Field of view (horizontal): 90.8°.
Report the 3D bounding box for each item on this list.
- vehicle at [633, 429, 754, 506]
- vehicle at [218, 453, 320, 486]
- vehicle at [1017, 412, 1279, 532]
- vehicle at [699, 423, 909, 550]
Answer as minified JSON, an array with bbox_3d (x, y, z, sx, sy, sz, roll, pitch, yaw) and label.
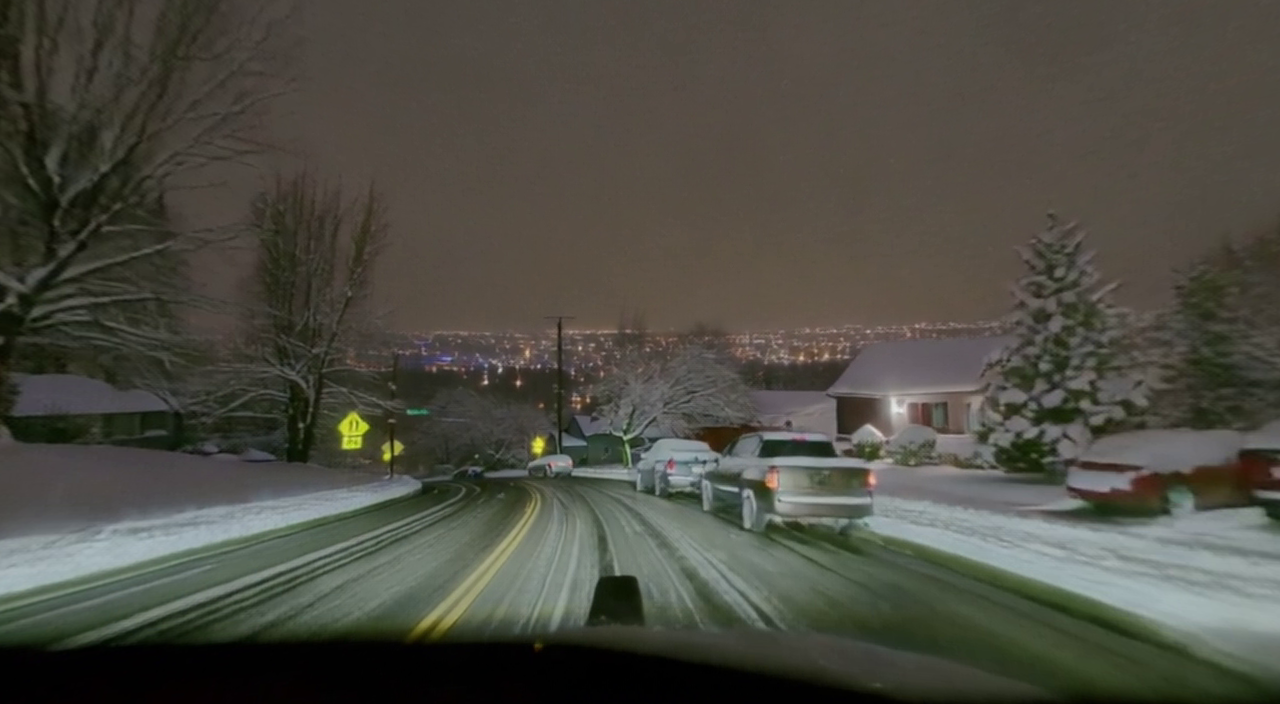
[{"bbox_3d":[1.298,3.281,18.298,2.180,1.849,5.423,2,-9,-10],"label":"vehicle"},{"bbox_3d":[-20.349,6.433,34.830,4.464,1.681,1.906,3,-10,-18],"label":"vehicle"},{"bbox_3d":[9.252,2.111,11.467,4.469,1.780,1.970,5,-10,-28],"label":"vehicle"},{"bbox_3d":[2.421,2.172,10.861,1.965,1.663,4.744,1,-9,-5],"label":"vehicle"}]
